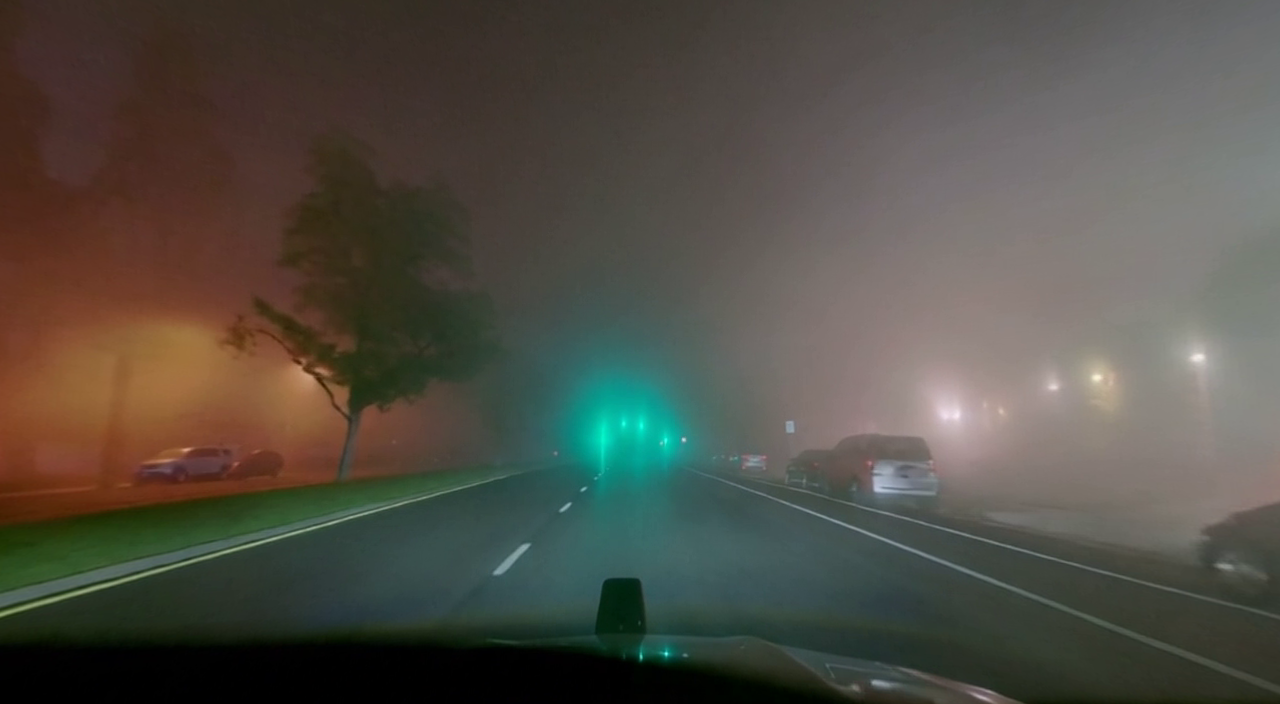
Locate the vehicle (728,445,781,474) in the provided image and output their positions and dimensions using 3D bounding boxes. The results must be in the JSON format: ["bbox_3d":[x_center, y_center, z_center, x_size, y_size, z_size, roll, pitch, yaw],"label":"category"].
[{"bbox_3d":[6.374,6.008,35.372,1.922,1.494,4.772,1,-9,-2],"label":"vehicle"}]

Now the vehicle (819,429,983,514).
[{"bbox_3d":[6.473,3.017,16.387,2.032,1.844,4.964,1,-9,-2],"label":"vehicle"}]

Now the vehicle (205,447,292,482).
[{"bbox_3d":[-21.685,6.208,35.030,1.965,1.523,4.798,-1,-6,-2],"label":"vehicle"}]

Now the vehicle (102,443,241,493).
[{"bbox_3d":[-21.383,5.260,29.070,2.196,1.854,5.677,-1,-7,-1],"label":"vehicle"}]
